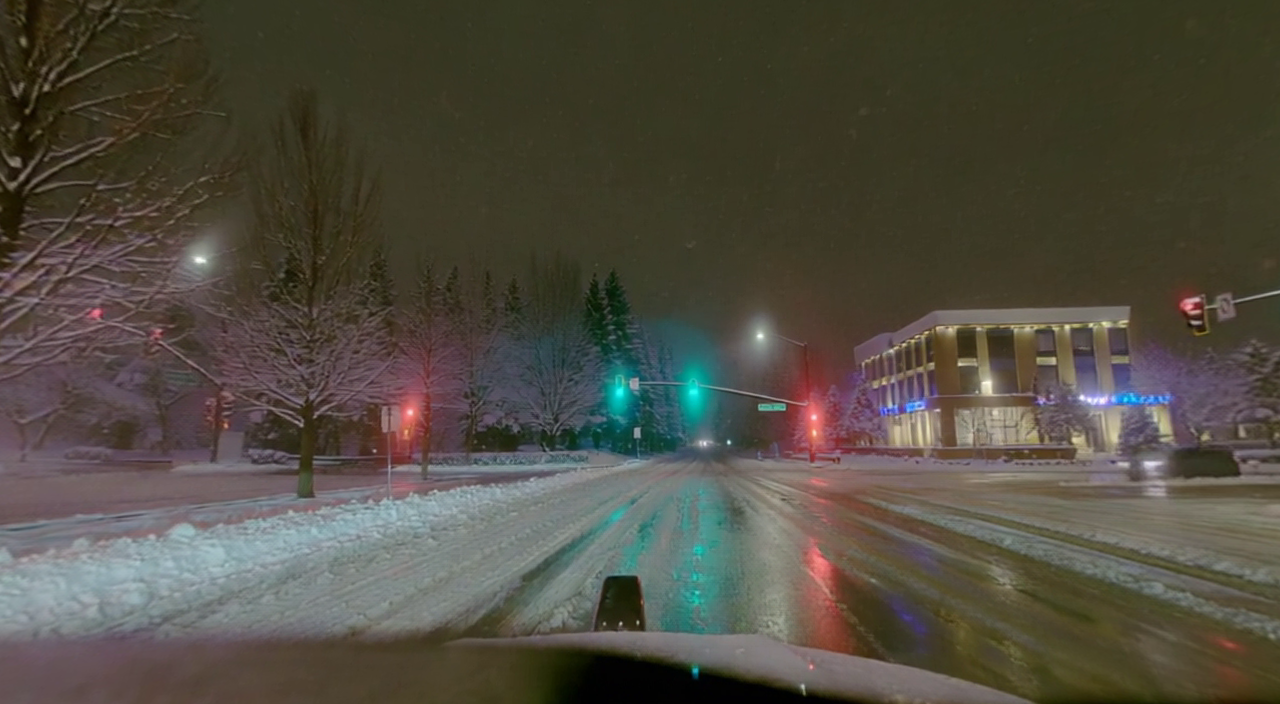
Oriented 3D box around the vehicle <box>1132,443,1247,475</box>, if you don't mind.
[{"bbox_3d":[30.718,5.966,35.405,4.639,1.699,2.030,0,-9,-3],"label":"vehicle"}]
